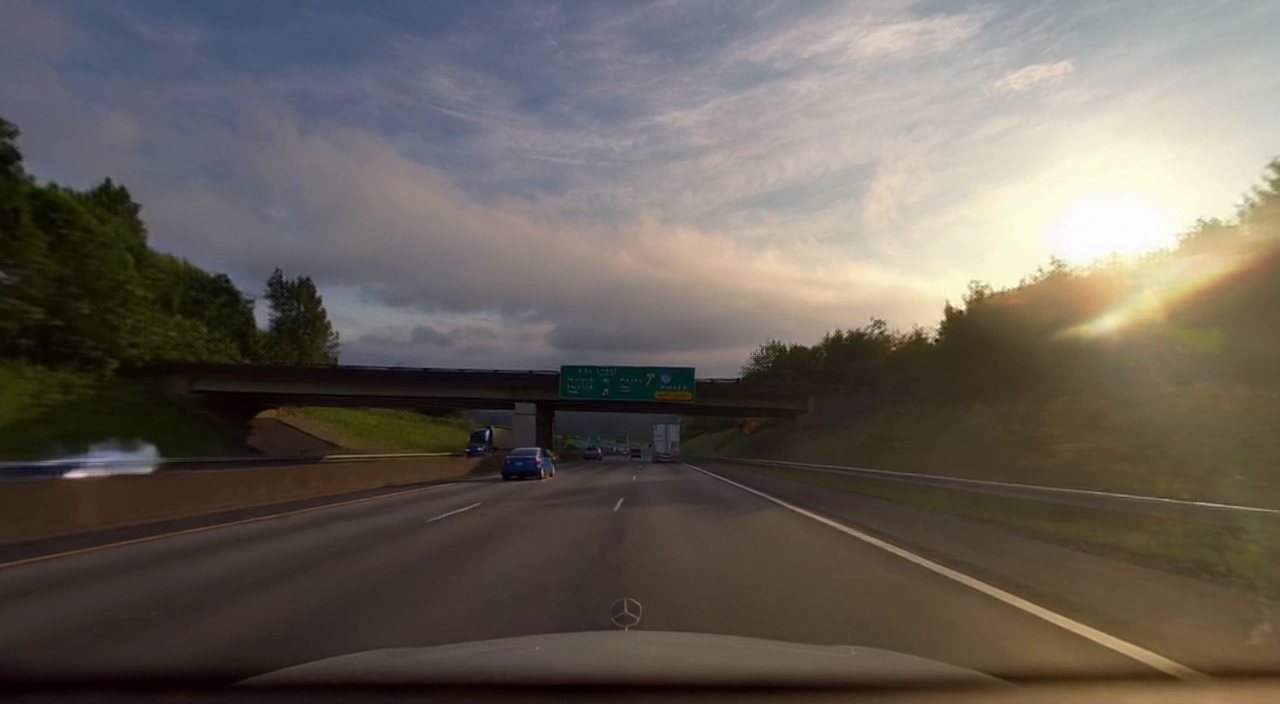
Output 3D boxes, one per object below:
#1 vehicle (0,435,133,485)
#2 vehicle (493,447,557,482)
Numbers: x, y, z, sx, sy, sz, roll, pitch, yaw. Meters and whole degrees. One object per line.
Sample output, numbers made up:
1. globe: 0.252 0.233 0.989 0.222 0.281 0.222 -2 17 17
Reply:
1. vehicle: -19.334 3.494 20.720 1.715 1.453 4.310 0 -9 1
2. vehicle: -5.378 5.315 30.104 2.038 1.489 4.603 -1 -9 2
